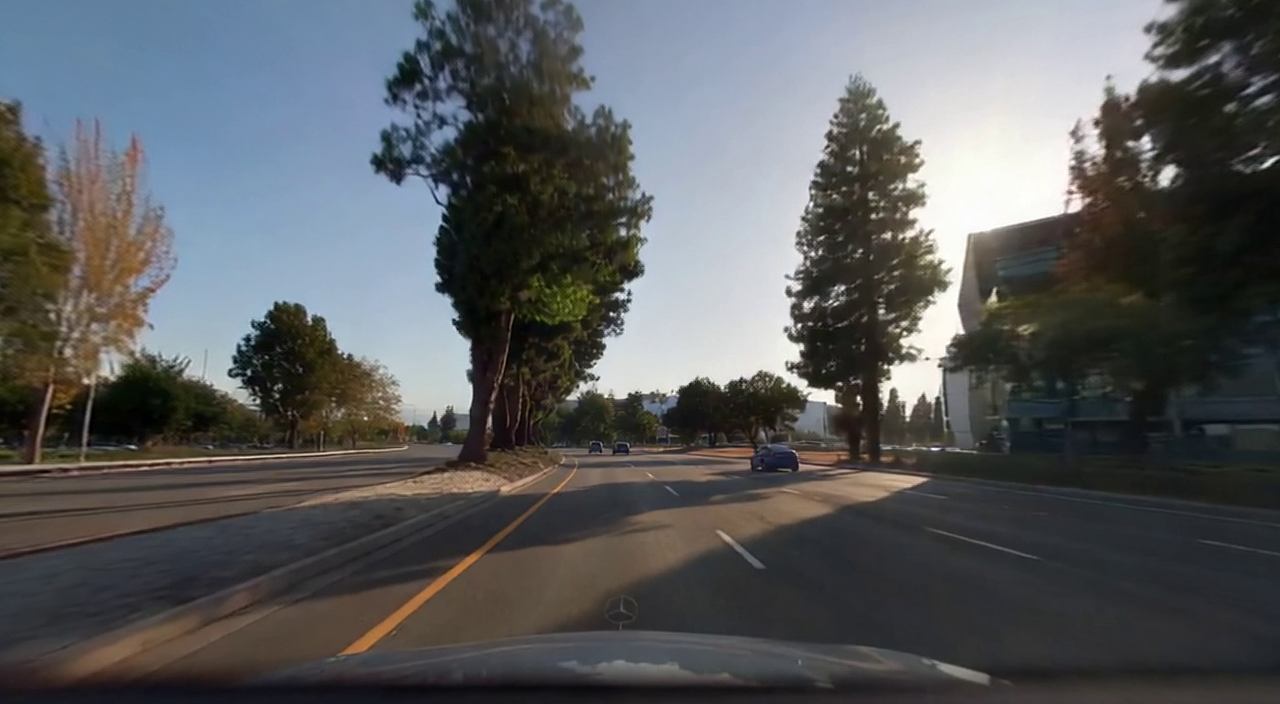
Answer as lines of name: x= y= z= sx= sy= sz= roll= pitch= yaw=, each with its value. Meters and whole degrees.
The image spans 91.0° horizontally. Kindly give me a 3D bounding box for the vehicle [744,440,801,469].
vehicle: x=7.390 y=5.759 z=35.550 sx=1.908 sy=1.483 sz=4.474 roll=1 pitch=-8 yaw=-5
